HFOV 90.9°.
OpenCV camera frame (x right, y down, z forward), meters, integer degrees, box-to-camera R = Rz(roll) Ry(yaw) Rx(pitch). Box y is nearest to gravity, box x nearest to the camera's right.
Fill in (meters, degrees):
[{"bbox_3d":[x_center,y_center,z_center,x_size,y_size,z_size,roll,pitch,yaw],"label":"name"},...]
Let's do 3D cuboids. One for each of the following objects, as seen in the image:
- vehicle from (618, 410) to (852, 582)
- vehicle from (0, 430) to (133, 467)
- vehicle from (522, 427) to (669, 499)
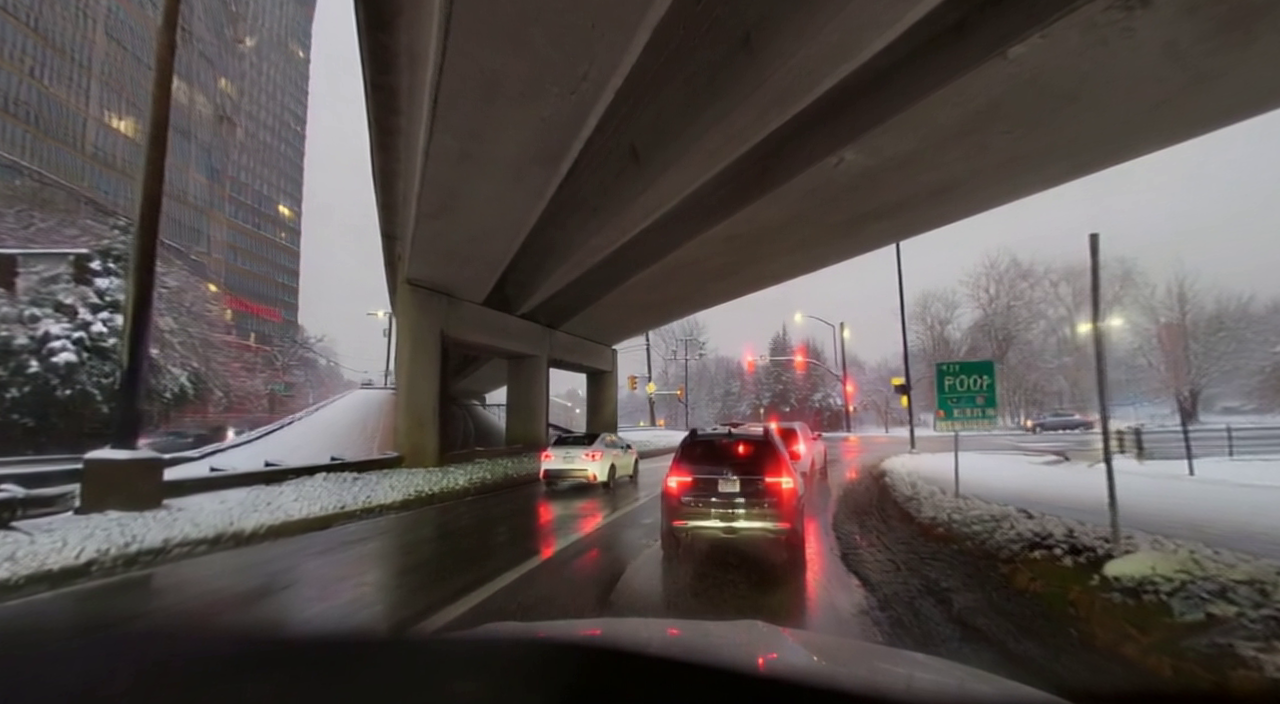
[{"bbox_3d":[1.260,1.670,8.204,2.195,1.571,4.353,-2,-9,10],"label":"vehicle"},{"bbox_3d":[-33.110,5.549,36.315,5.457,2.021,2.213,2,-9,-14],"label":"vehicle"},{"bbox_3d":[-0.906,2.758,16.099,2.214,1.519,4.704,-3,-9,17],"label":"vehicle"}]
